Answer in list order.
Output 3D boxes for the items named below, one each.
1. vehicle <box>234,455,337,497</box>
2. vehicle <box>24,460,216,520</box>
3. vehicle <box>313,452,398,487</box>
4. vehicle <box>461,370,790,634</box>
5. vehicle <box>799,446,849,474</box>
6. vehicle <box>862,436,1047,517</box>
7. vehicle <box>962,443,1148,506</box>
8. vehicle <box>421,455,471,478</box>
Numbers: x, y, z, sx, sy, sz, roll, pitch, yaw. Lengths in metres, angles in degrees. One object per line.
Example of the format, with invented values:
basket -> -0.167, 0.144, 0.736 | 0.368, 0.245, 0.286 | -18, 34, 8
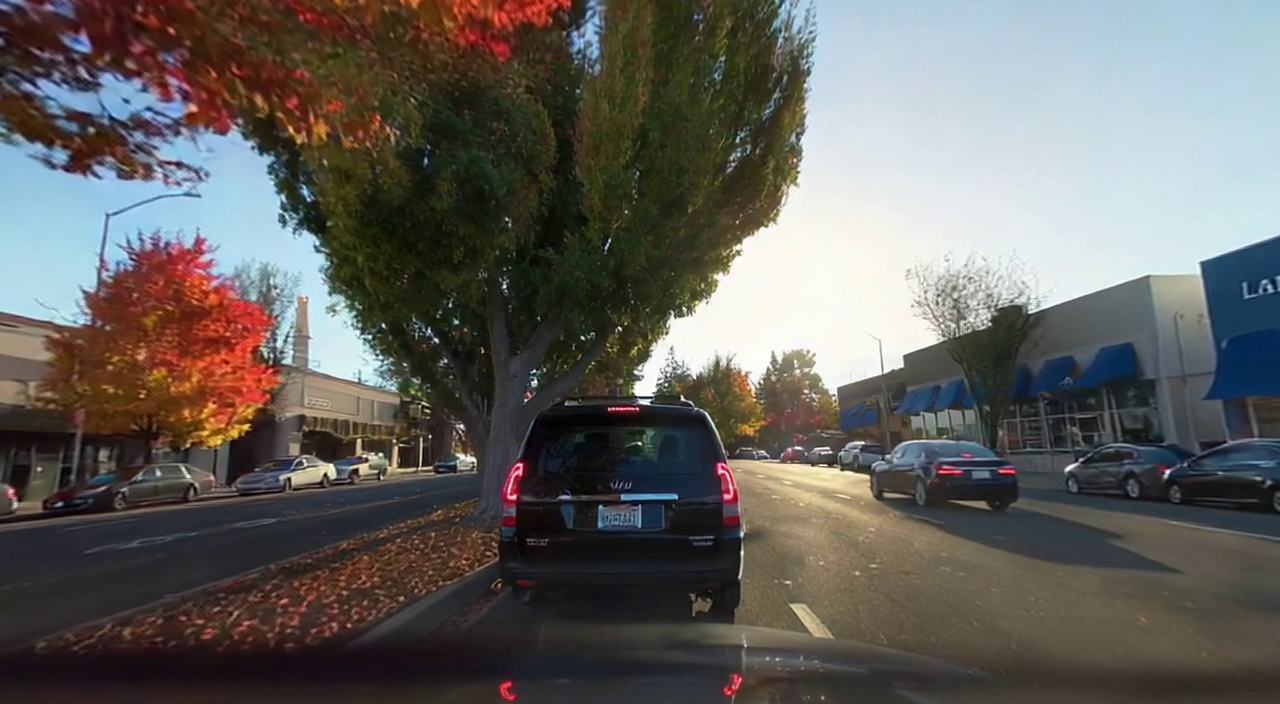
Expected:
vehicle -> -14.929, 5.213, 26.854 | 1.947, 1.558, 4.065 | 0, -8, 1
vehicle -> -15.155, 3.995, 18.800 | 1.877, 1.445, 4.436 | 0, -8, 1
vehicle -> -14.480, 5.988, 32.500 | 1.921, 1.621, 4.930 | 0, -8, 2
vehicle -> -0.006, 1.405, 6.912 | 2.344, 1.863, 4.665 | 0, -8, 3
vehicle -> 12.286, 7.229, 42.406 | 2.040, 1.738, 4.414 | 0, -8, 1
vehicle -> 6.954, 2.774, 14.698 | 1.928, 1.529, 4.917 | 0, -8, 2
vehicle -> 10.795, 3.179, 16.931 | 2.021, 1.460, 4.471 | 0, -8, 1
vehicle -> -13.761, 8.127, 45.027 | 1.995, 1.466, 4.580 | 0, -8, 2
